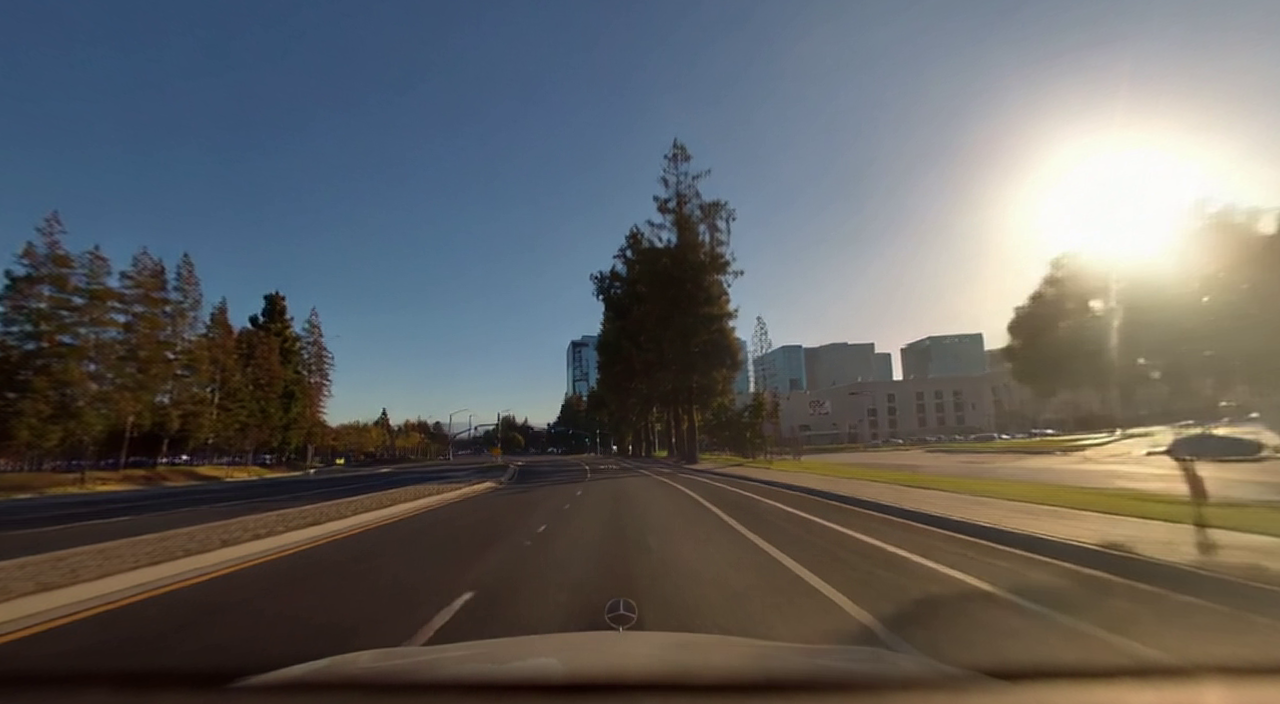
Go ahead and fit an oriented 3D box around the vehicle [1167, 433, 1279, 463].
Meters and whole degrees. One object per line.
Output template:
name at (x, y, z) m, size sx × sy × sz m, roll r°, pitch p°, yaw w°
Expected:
vehicle at (31.638, 5.146, 33.907) m, size 5.062 × 1.557 × 1.988 m, roll 1°, pitch -8°, yaw -5°
